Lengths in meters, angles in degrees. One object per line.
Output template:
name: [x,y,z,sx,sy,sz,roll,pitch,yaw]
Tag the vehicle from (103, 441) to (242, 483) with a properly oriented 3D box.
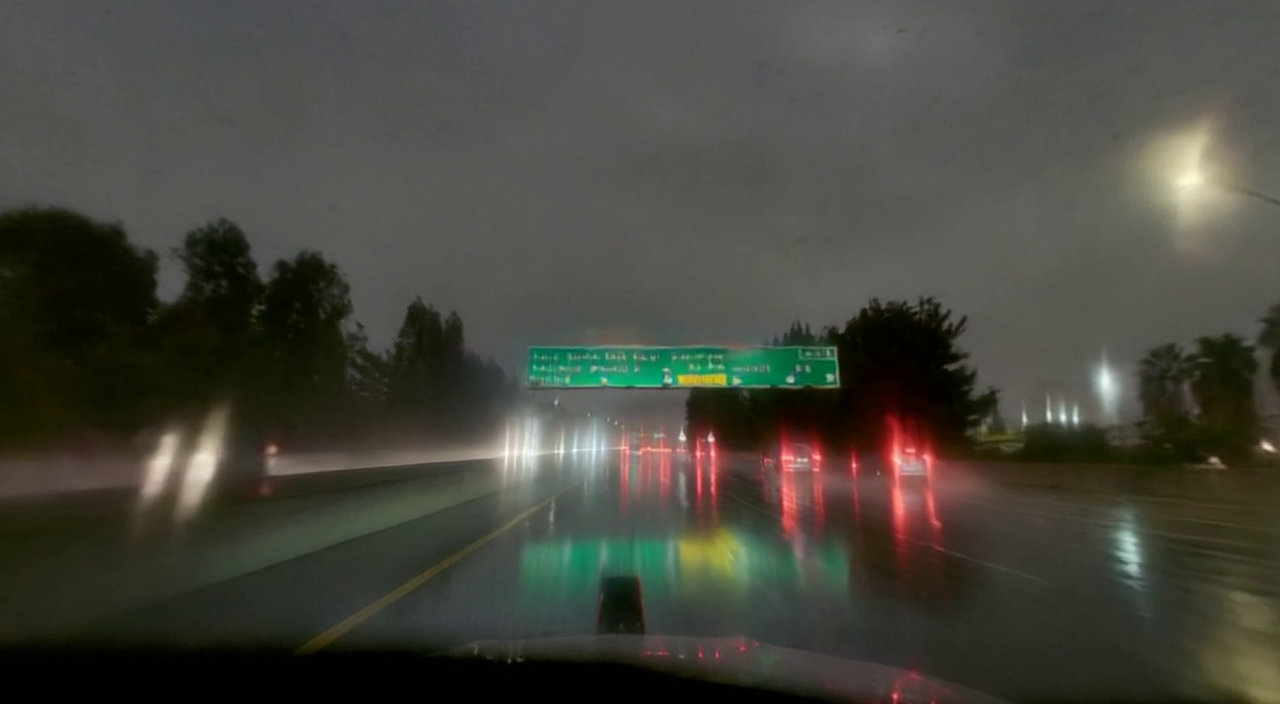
vehicle: [-18.003,4.232,24.670,1.822,1.442,4.664,0,-9,1]
